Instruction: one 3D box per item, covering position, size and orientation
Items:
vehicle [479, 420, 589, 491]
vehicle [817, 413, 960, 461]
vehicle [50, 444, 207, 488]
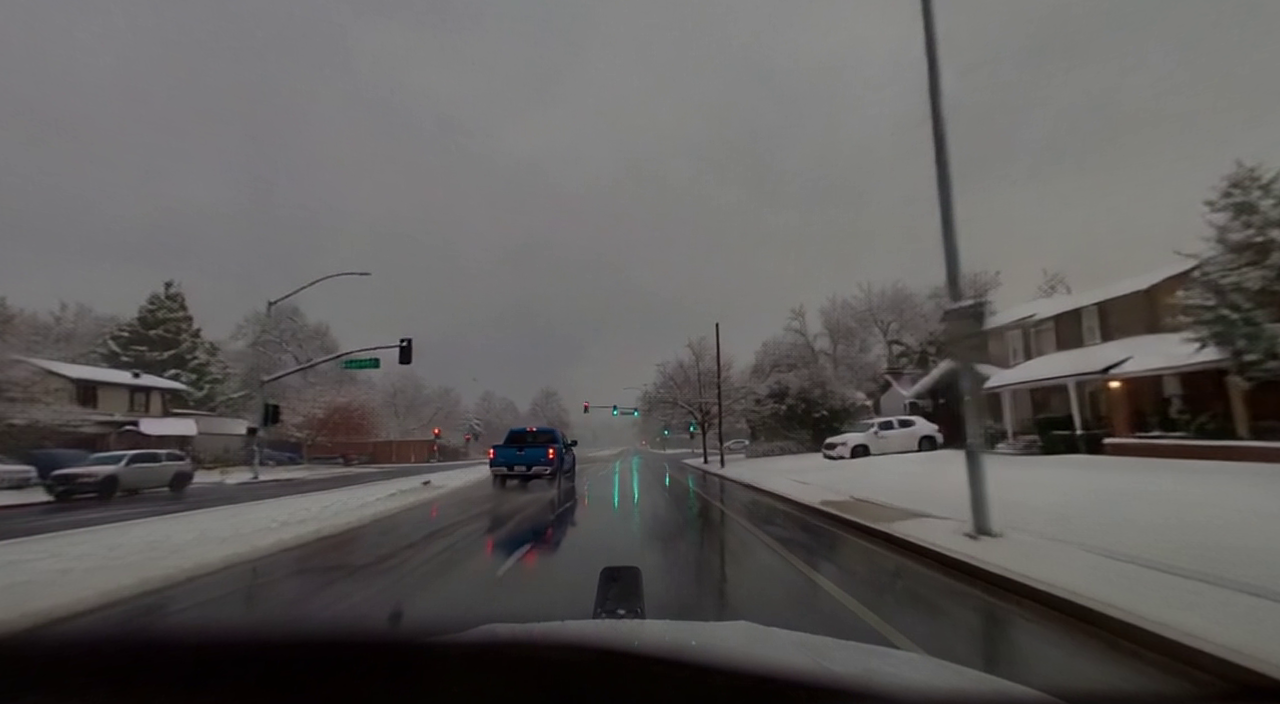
[{"bbox_3d":[-3.239,3.371,20.822,2.508,2.001,5.880,0,-9,1],"label":"vehicle"},{"bbox_3d":[10.040,3.480,25.776,4.882,1.839,2.243,1,-9,-7],"label":"vehicle"},{"bbox_3d":[-21.305,4.741,26.490,4.669,1.745,2.156,0,-9,1],"label":"vehicle"}]
